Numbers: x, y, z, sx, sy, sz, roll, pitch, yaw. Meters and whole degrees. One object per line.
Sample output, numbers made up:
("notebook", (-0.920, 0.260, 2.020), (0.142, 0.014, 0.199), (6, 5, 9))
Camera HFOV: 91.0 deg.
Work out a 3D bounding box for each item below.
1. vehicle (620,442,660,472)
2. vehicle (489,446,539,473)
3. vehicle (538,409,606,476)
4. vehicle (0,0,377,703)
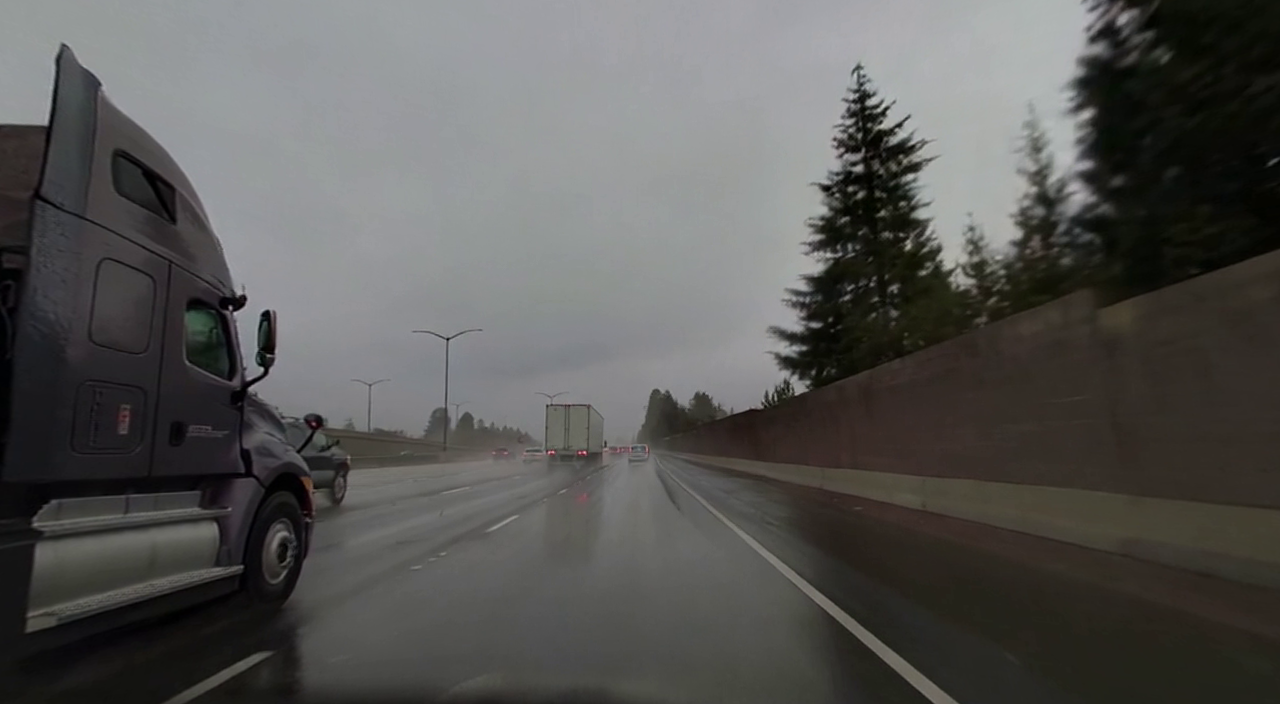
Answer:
("vehicle", (0.024, 6.128, 36.915), (2.178, 1.640, 4.071), (0, -9, 1))
("vehicle", (-7.250, 6.205, 36.538), (1.962, 1.489, 4.002), (0, -9, 1))
("vehicle", (-3.684, 5.292, 36.623), (2.956, 3.331, 9.575), (0, -9, 0))
("vehicle", (-3.745, -0.099, 0.299), (3.025, 3.266, 9.256), (0, -9, 1))
